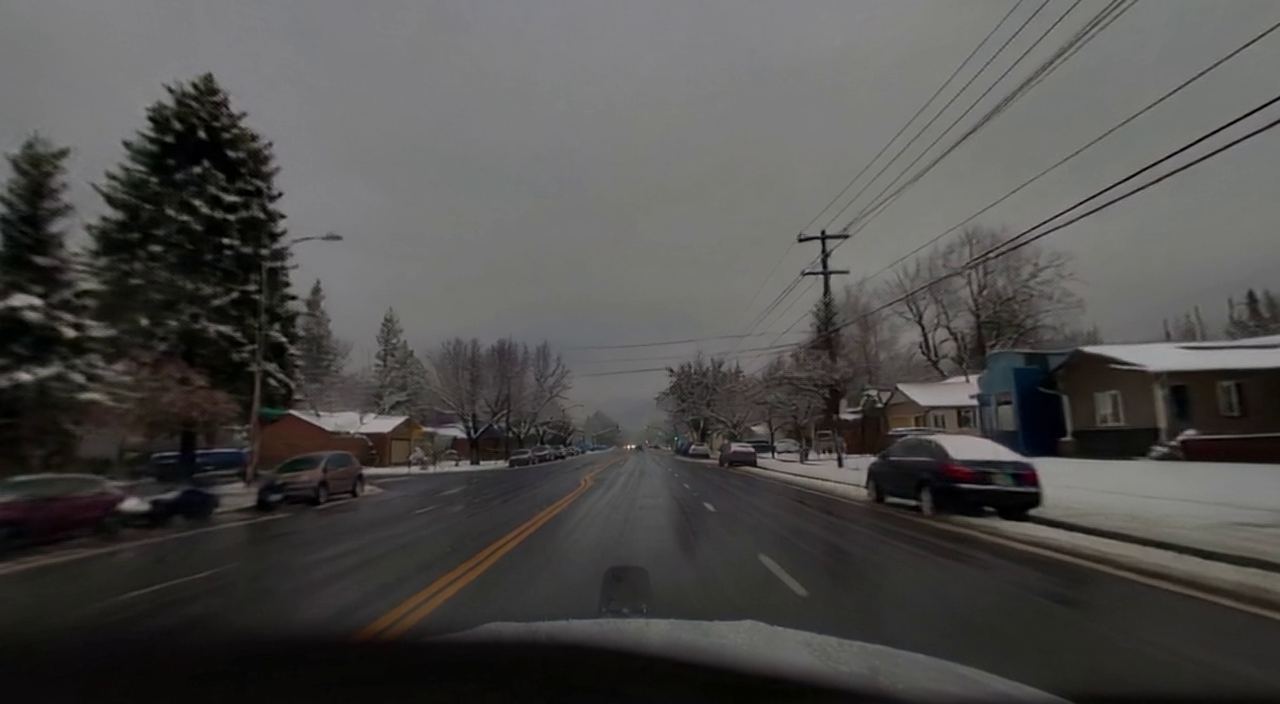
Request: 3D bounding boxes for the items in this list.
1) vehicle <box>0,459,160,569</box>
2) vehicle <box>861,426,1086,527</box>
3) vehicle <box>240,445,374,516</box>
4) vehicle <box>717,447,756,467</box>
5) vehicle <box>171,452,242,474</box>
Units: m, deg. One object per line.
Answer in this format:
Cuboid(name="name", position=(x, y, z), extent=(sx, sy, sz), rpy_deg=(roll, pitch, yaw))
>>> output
Cuboid(name="vehicle", position=(-10.672, 2.713, 10.528), extent=(1.932, 1.472, 4.516), rpy_deg=(-3, -7, -2))
Cuboid(name="vehicle", position=(6.689, 2.542, 13.496), extent=(2.194, 1.741, 4.800), rpy_deg=(-1, -9, 0))
Cuboid(name="vehicle", position=(-10.439, 3.982, 20.165), extent=(1.984, 1.762, 4.266), rpy_deg=(-4, -7, 0))
Cuboid(name="vehicle", position=(7.114, 7.794, 47.000), extent=(2.070, 1.428, 4.636), rpy_deg=(0, -9, -1))
Cuboid(name="vehicle", position=(-31.695, 8.094, 46.281), extent=(1.786, 1.448, 4.702), rpy_deg=(-1, -8, 2))
